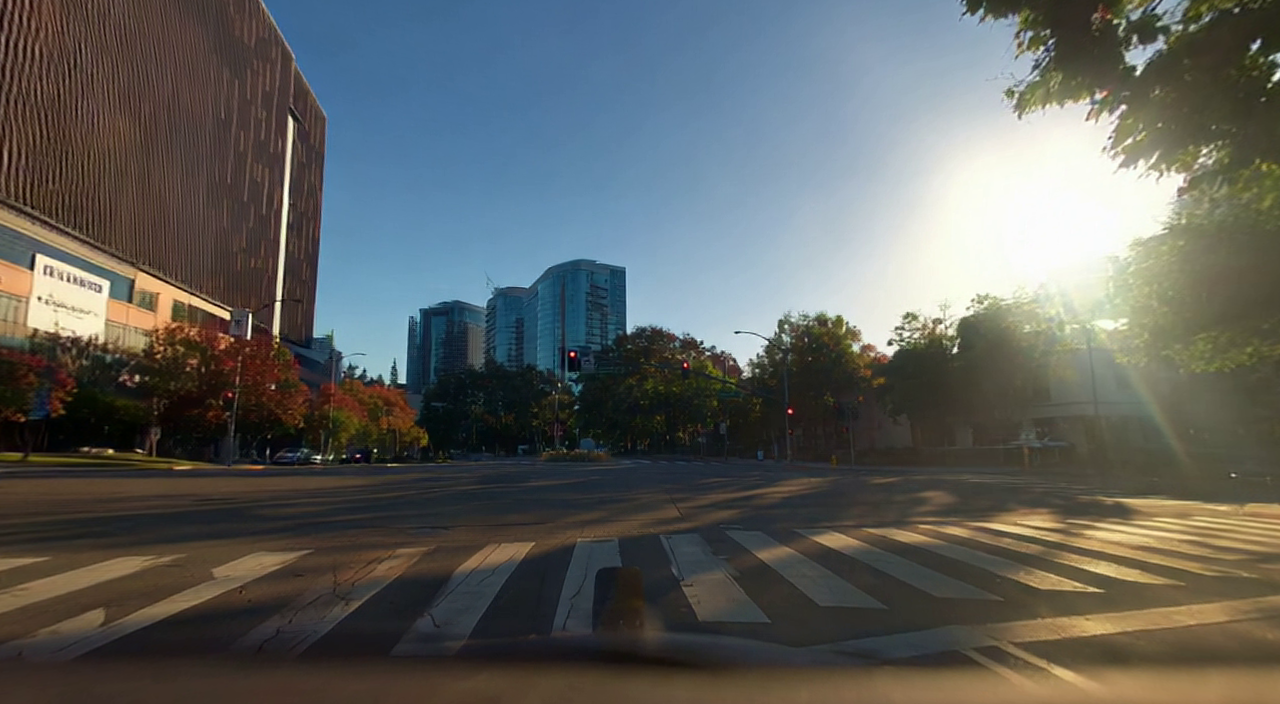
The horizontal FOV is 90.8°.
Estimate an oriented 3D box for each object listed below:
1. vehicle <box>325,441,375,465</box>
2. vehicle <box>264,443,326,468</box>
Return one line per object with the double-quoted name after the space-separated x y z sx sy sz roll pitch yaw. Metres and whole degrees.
-22.444 7.801 49.044 2.023 1.706 4.756 1 -9 -6 "vehicle"
-21.834 6.557 40.149 2.005 1.496 4.020 1 -9 -6 "vehicle"
